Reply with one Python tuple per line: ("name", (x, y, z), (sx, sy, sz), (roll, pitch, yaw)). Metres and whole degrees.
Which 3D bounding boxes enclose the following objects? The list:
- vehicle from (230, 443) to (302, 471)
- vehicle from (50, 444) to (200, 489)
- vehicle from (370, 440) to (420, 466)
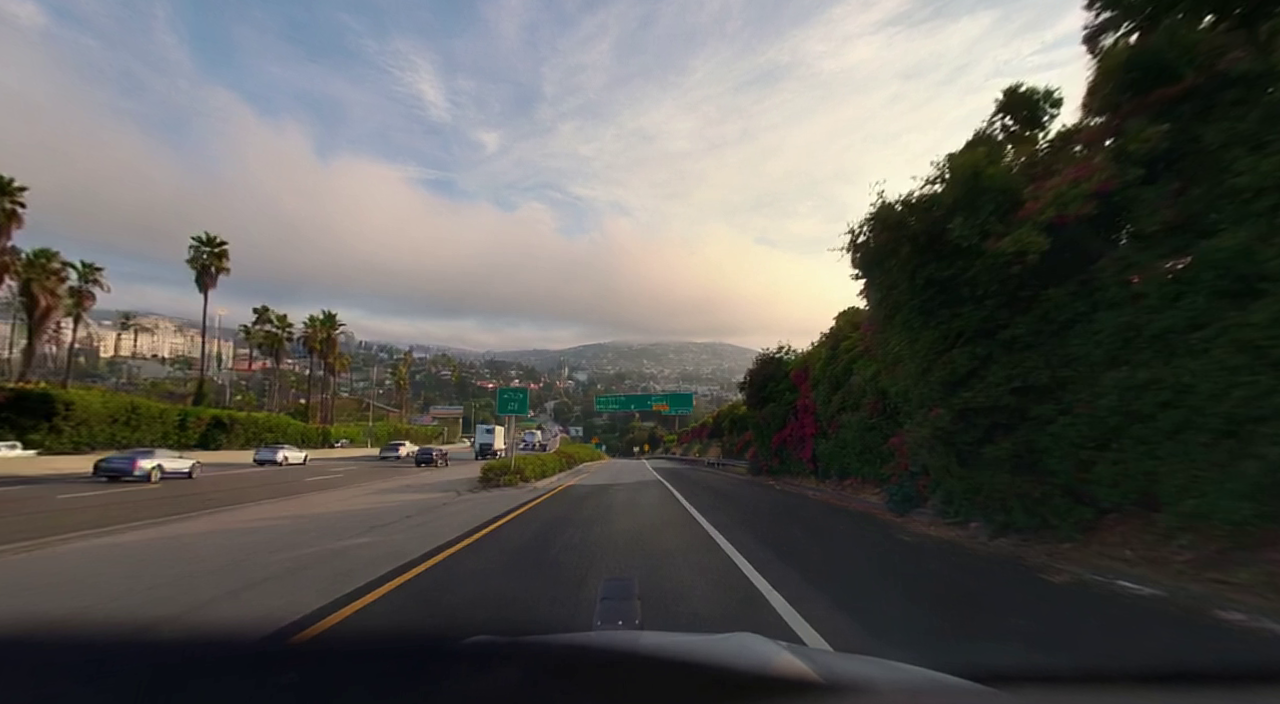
("vehicle", (-23.624, 6.603, 40.109), (1.998, 1.648, 4.495), (0, -9, -4))
("vehicle", (-18.906, 4.195, 23.538), (1.933, 1.496, 4.516), (0, -9, -3))
("vehicle", (-16.202, 6.679, 41.961), (1.919, 1.658, 4.084), (0, -9, -4))
